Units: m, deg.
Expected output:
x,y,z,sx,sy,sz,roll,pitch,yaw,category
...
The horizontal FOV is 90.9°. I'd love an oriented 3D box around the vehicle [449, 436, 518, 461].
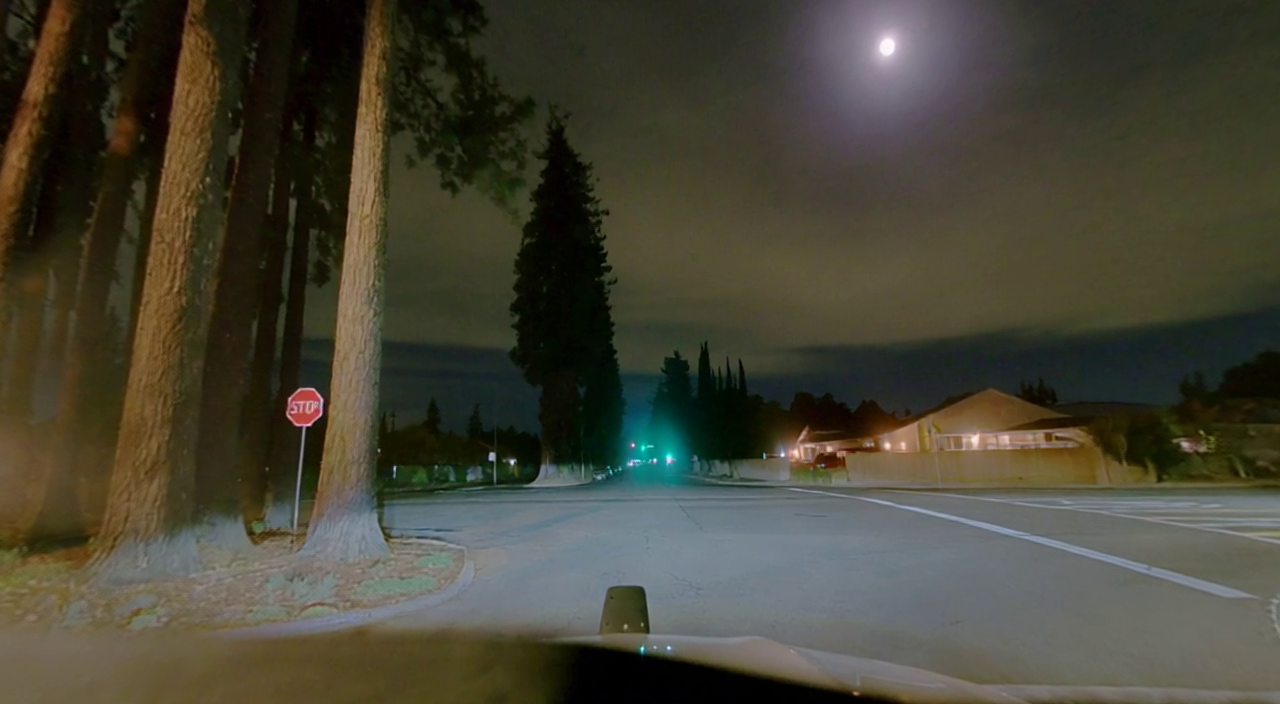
x,y,z,sx,sy,sz,roll,pitch,yaw,category
-11.668,7.209,47.241,4.622,1.782,1.836,0,-8,1,vehicle
